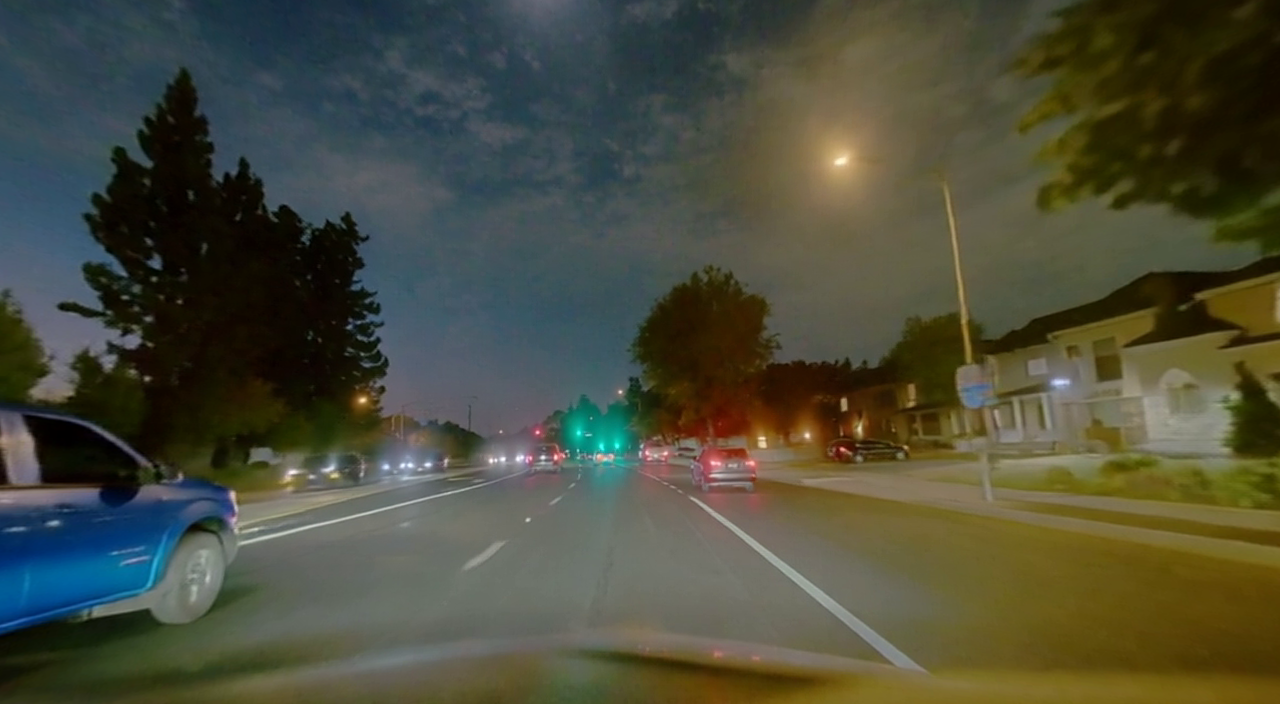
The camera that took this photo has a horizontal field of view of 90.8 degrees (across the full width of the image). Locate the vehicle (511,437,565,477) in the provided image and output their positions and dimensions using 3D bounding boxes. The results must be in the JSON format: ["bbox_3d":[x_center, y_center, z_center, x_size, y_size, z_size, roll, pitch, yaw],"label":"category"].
[{"bbox_3d":[-5.064,5.239,31.900,2.218,1.829,4.492,1,-8,-3],"label":"vehicle"}]

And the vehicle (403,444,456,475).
[{"bbox_3d":[-14.275,7.259,43.146,2.206,1.939,4.859,1,-8,-4],"label":"vehicle"}]

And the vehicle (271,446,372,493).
[{"bbox_3d":[-12.812,4.714,25.747,2.017,1.691,4.351,1,-8,-3],"label":"vehicle"}]

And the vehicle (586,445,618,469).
[{"bbox_3d":[-2.622,7.045,42.761,2.030,1.477,4.330,1,-8,-5],"label":"vehicle"}]

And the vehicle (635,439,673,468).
[{"bbox_3d":[0.926,6.972,43.648,2.099,1.845,4.363,1,-8,-6],"label":"vehicle"}]

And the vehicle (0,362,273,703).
[{"bbox_3d":[-4.048,0.853,2.462,2.111,1.745,5.274,0,-8,-1],"label":"vehicle"}]

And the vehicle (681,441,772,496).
[{"bbox_3d":[2.453,3.407,18.976,1.884,1.463,4.195,1,-8,-4],"label":"vehicle"}]
